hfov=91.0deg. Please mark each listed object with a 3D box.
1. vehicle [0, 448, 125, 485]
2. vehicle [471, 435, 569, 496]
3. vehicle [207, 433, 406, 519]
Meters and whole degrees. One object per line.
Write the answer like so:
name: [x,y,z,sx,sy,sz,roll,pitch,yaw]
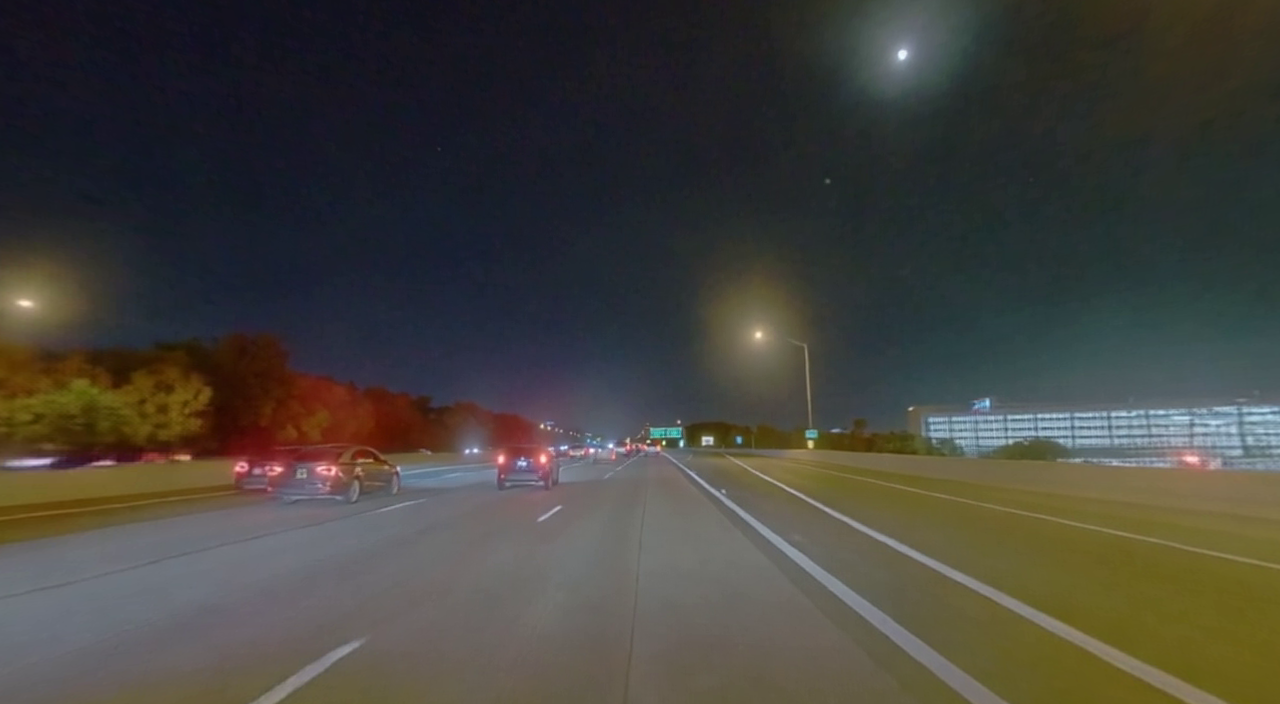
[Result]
vehicle: [-26.849,5.275,29.388,1.861,1.565,4.332,-1,-9,1]
vehicle: [-3.702,3.600,20.394,2.158,1.717,4.375,-1,-9,2]
vehicle: [-7.466,2.811,14.794,2.071,1.661,4.540,-1,-9,2]
